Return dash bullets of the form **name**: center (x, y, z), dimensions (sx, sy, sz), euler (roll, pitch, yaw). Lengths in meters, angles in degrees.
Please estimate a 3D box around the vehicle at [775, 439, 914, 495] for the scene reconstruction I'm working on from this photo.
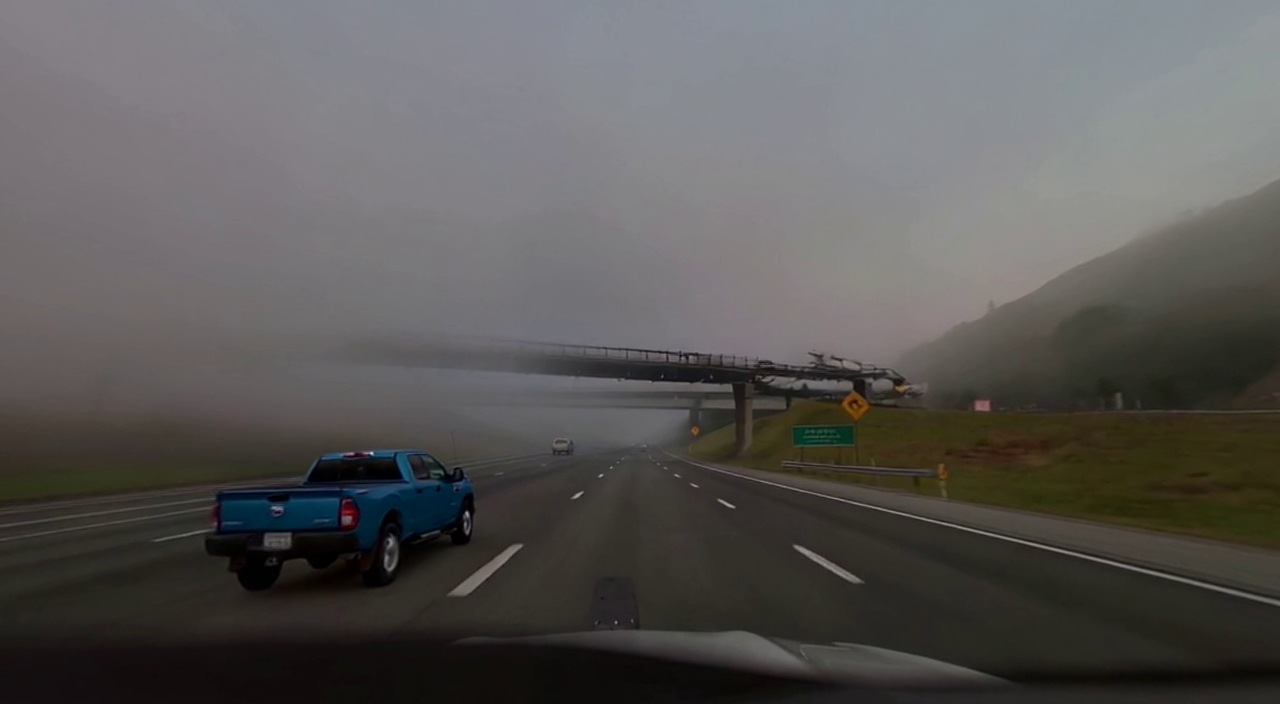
- **vehicle**: center (7.017, 4.068, 22.848), dimensions (2.406, 1.702, 6.765), euler (1, -9, -4)
